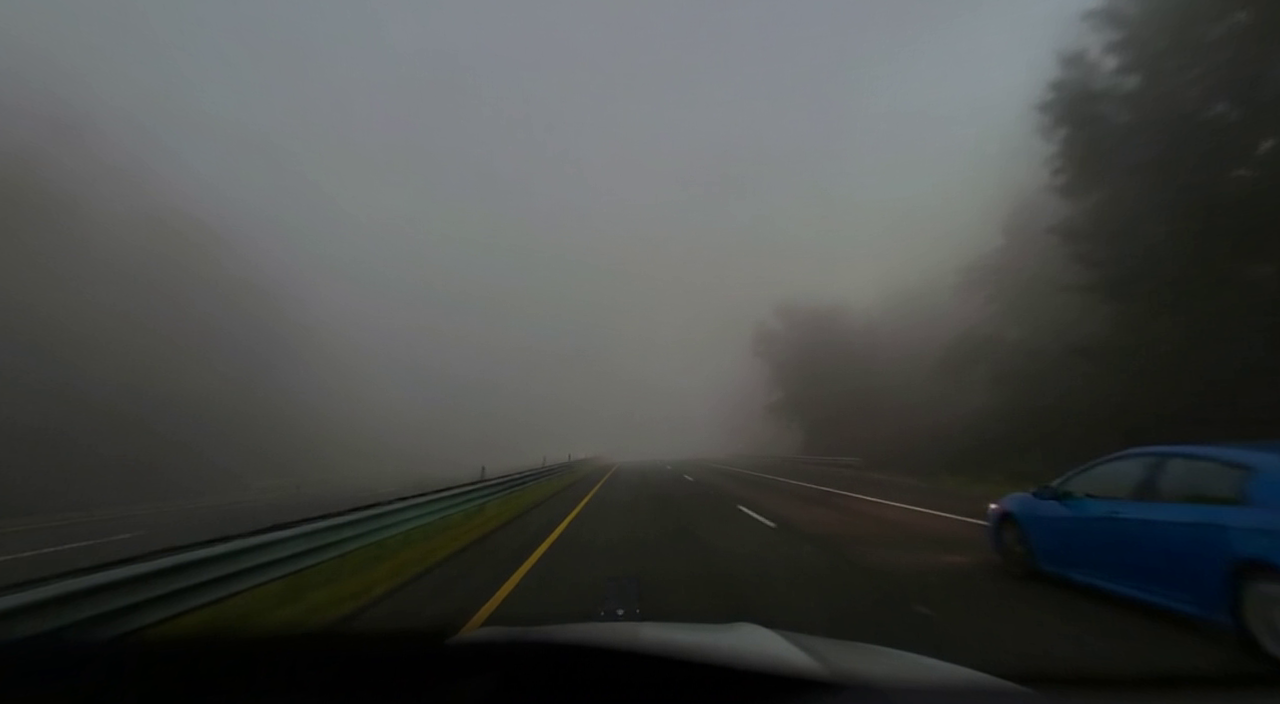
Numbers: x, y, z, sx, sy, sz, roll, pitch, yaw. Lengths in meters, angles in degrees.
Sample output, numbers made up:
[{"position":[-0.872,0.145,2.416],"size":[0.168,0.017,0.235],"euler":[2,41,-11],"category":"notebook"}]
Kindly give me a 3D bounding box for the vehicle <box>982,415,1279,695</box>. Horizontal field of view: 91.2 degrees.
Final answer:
[{"position":[4.315,1.146,3.904],"size":[1.981,1.440,4.125],"euler":[-1,-9,-1],"category":"vehicle"}]
